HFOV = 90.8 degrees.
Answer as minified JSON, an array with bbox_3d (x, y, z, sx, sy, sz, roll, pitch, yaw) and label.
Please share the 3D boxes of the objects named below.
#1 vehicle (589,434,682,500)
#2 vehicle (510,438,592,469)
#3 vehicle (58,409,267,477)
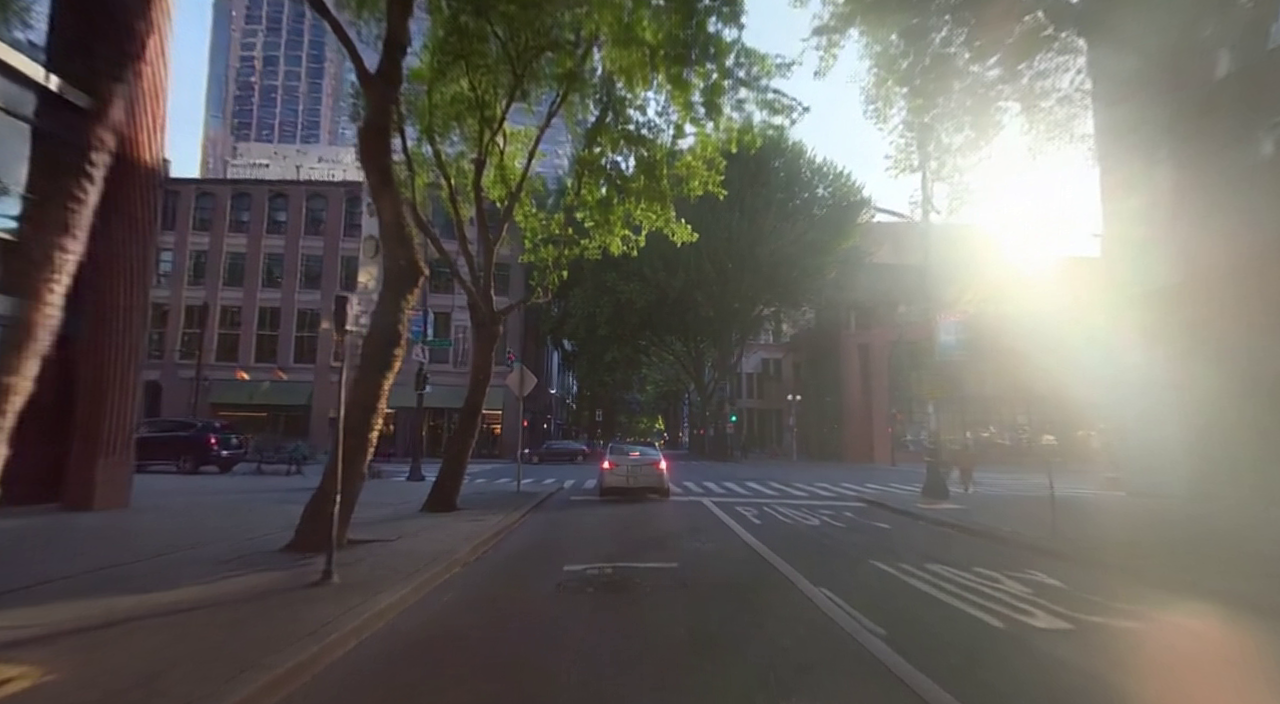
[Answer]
[{"bbox_3d":[-0.165,2.956,16.698,2.106,1.482,4.459,0,-9,-2],"label":"vehicle"},{"bbox_3d":[-4.721,5.302,33.162,1.871,1.468,4.627,8,-12,-44],"label":"vehicle"},{"bbox_3d":[-17.958,3.472,24.080,5.858,2.396,2.319,1,-9,-2],"label":"vehicle"}]
